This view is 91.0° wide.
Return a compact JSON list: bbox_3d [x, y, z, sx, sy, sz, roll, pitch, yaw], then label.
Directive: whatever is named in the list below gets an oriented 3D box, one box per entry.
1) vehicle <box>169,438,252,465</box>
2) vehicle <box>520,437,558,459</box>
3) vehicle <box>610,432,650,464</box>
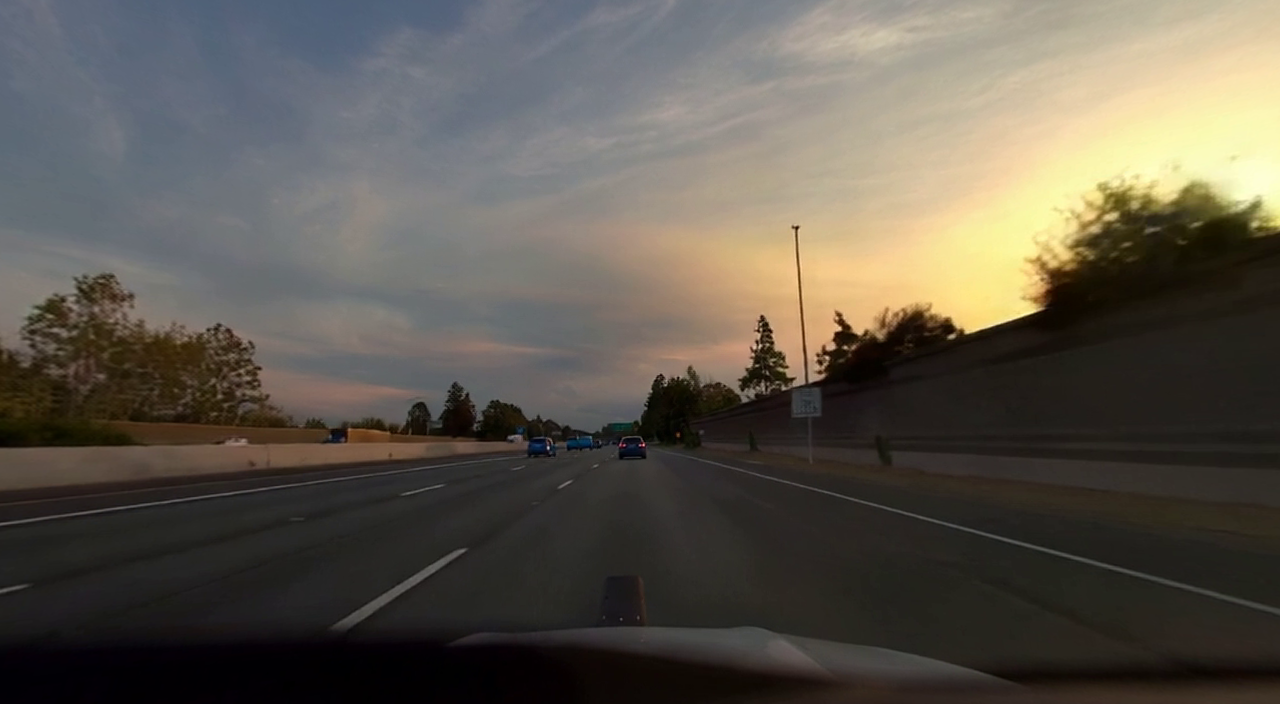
[{"bbox_3d":[-28.907,6.704,42.605,2.074,1.703,4.952,0,-8,1],"label":"vehicle"},{"bbox_3d":[-7.516,7.159,47.130,2.019,1.523,4.396,0,-8,1],"label":"vehicle"},{"bbox_3d":[-0.509,5.438,35.769,2.141,1.706,4.065,0,-8,0],"label":"vehicle"}]
